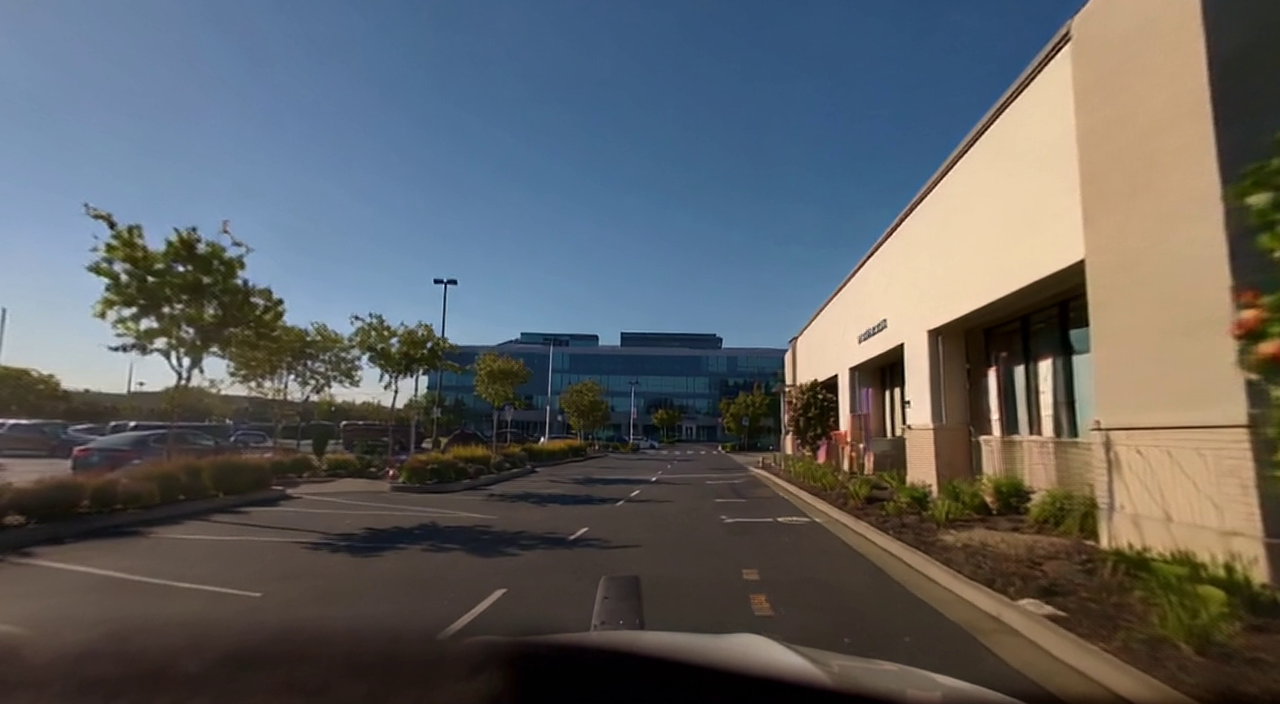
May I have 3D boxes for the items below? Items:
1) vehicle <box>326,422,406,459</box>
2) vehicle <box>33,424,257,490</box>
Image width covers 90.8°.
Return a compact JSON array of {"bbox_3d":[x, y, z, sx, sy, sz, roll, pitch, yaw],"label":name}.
[{"bbox_3d":[-15.391,4.988,35.815,1.972,1.923,4.535,-1,-8,8],"label":"vehicle"},{"bbox_3d":[-12.408,2.638,16.331,1.847,1.443,4.484,-1,-8,6],"label":"vehicle"}]
